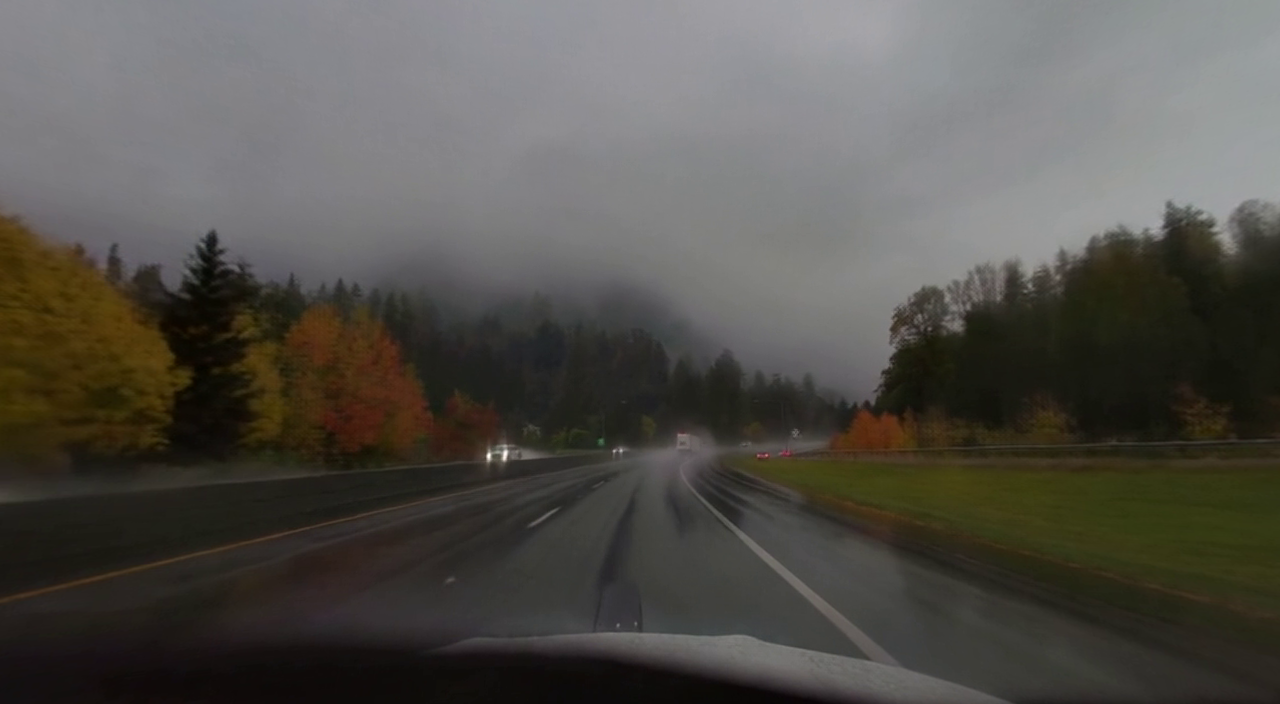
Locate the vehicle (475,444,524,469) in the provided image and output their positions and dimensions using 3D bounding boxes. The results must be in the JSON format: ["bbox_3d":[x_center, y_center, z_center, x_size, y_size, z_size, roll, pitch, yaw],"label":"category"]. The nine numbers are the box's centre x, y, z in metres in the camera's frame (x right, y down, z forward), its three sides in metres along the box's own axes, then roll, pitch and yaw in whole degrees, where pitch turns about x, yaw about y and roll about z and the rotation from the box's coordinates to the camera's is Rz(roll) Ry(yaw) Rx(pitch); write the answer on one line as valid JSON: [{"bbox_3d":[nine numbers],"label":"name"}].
[{"bbox_3d":[-10.746,8.056,48.426,2.145,1.788,5.253,-1,-9,6],"label":"vehicle"}]
